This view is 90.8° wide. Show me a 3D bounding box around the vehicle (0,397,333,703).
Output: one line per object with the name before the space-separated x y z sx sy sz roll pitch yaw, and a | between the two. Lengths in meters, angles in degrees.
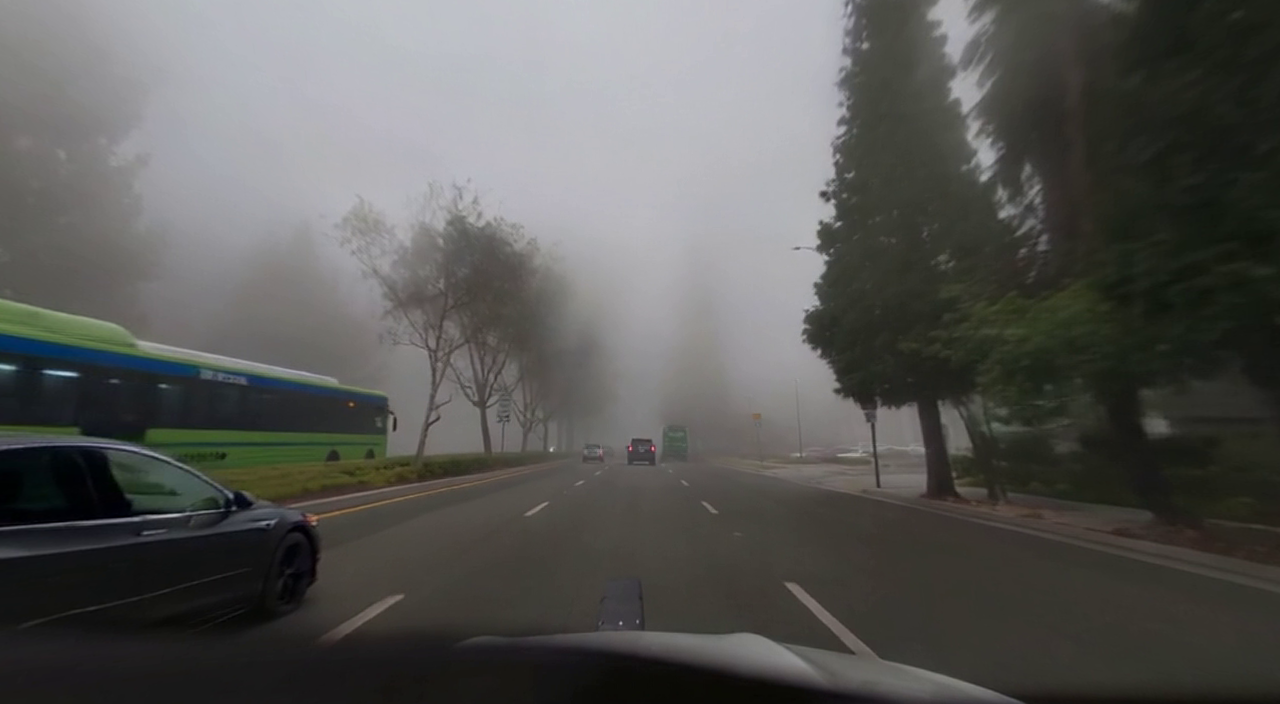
vehicle | -3.693 0.995 3.024 2.120 1.481 4.535 0 -9 1

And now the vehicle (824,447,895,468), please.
vehicle | 16.674 8.028 48.097 4.682 1.507 1.878 0 -9 0

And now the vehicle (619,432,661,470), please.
vehicle | 0.032 5.957 38.093 2.336 2.122 5.207 0 -9 1
